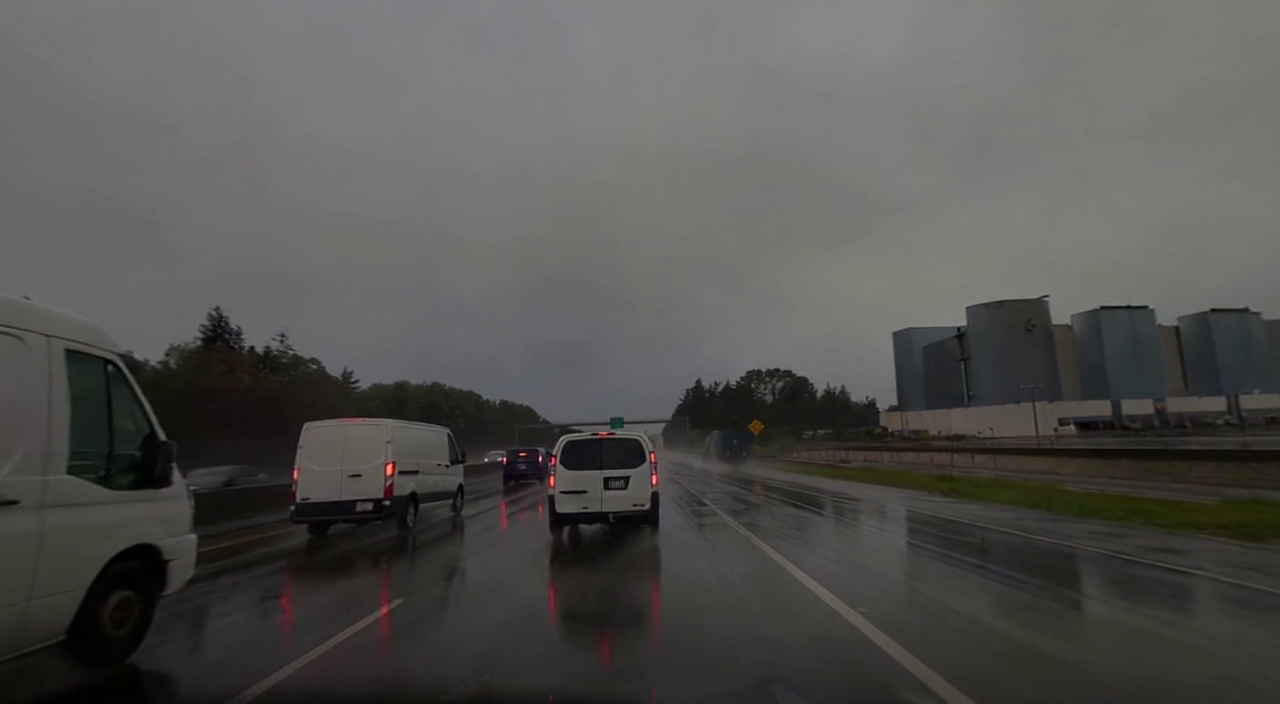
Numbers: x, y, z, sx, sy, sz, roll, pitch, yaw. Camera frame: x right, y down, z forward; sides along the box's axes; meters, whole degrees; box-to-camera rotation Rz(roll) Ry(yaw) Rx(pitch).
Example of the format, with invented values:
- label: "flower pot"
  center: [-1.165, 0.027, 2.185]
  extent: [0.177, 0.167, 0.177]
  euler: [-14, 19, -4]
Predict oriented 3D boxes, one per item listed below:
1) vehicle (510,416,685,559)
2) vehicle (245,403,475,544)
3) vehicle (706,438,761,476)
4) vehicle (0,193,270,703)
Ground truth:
- label: "vehicle"
  center: [-0.493, 1.926, 9.510]
  extent: [2.093, 1.695, 3.782]
  euler: [0, -9, 1]
- label: "vehicle"
  center: [-4.604, 2.086, 11.329]
  extent: [2.043, 1.987, 4.486]
  euler: [0, -9, 0]
- label: "vehicle"
  center: [4.493, 5.147, 30.998]
  extent: [2.003, 1.754, 4.134]
  euler: [0, -9, -1]
- label: "vehicle"
  center: [-4.444, 0.316, 2.014]
  extent: [2.248, 2.626, 6.837]
  euler: [0, -9, 1]
